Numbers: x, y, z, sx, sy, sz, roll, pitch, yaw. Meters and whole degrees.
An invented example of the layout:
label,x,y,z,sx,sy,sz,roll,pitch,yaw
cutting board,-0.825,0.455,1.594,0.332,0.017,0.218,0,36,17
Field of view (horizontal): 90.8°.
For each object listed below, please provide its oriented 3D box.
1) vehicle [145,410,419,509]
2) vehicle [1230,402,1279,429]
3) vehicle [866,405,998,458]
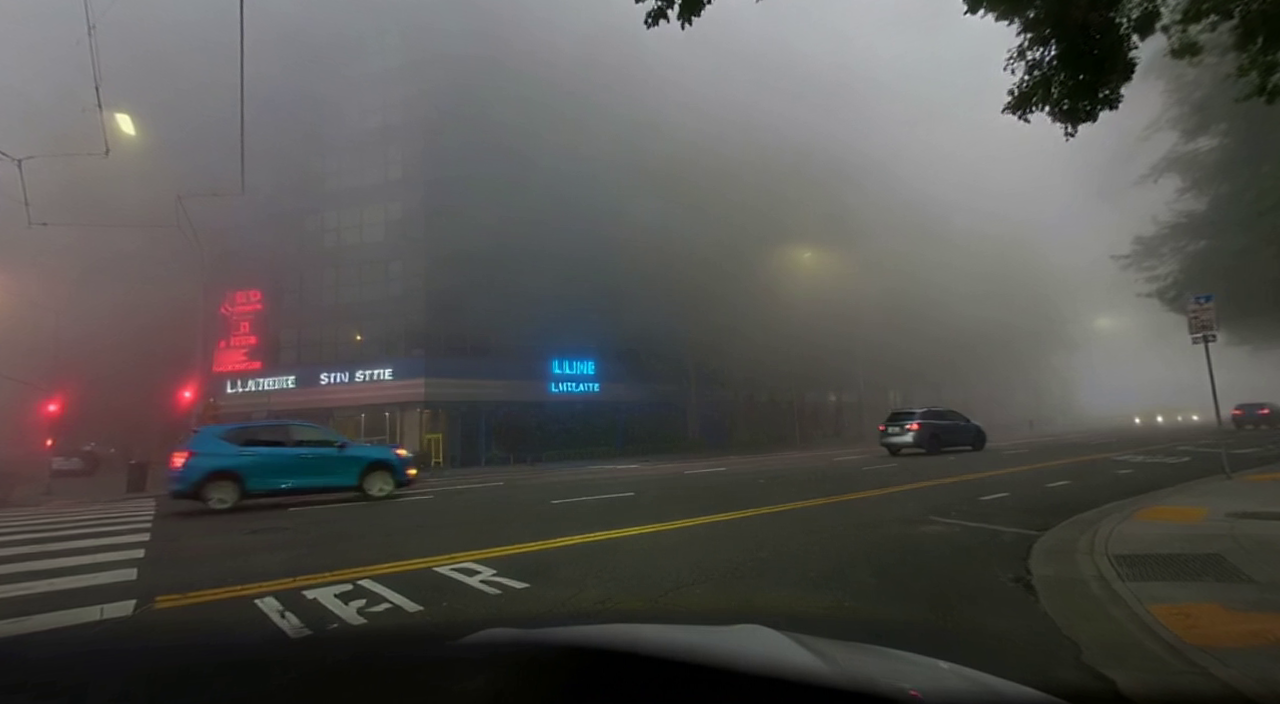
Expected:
label,x,y,z,sx,sy,sz,roll,pitch,yaw
vehicle,-7.465,2.255,13.556,4.689,1.758,2.146,6,-10,-33
vehicle,43.855,4.545,44.658,4.509,1.691,1.983,6,-10,-34
vehicle,9.920,2.742,21.391,4.377,1.624,1.953,6,-10,-34
